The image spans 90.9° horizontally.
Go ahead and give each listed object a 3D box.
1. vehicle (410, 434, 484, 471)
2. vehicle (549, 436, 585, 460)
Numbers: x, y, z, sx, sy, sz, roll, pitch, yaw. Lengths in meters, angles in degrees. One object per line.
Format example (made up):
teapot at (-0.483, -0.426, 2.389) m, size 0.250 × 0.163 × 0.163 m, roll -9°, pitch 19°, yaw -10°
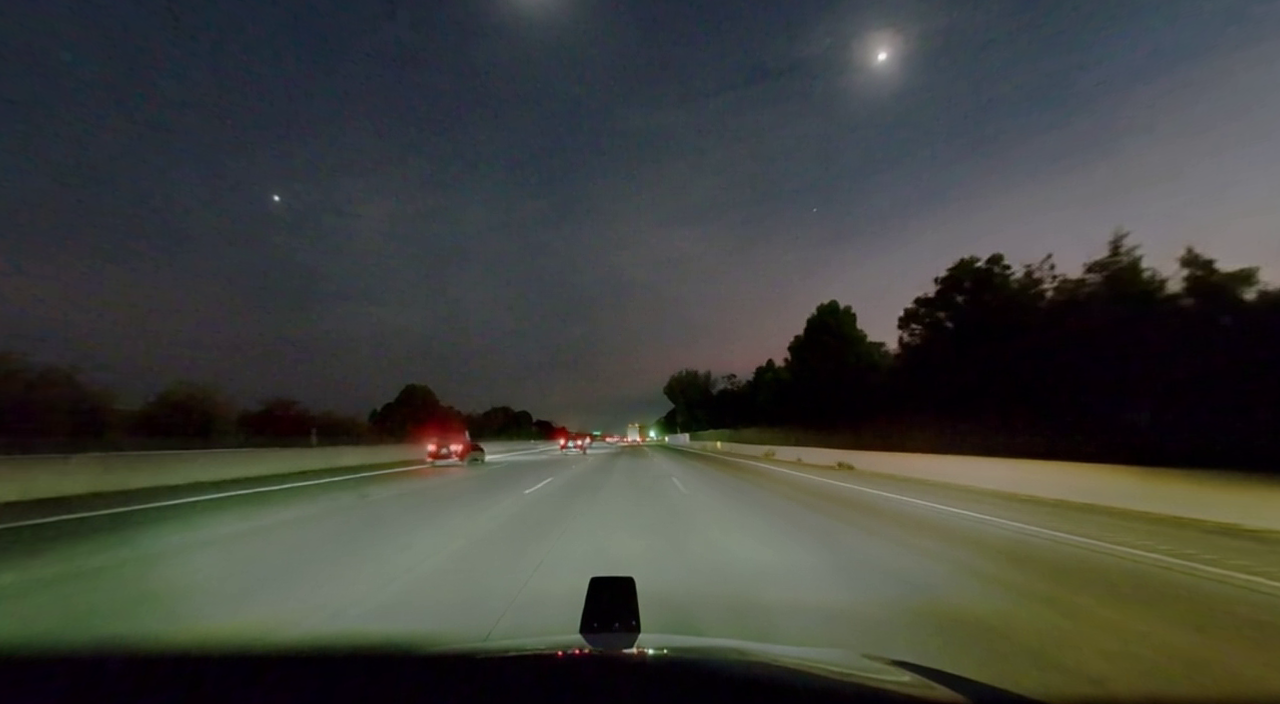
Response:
vehicle at (-8.475, 4.430, 28.075) m, size 1.973 × 1.470 × 4.270 m, roll 0°, pitch -8°, yaw 0°
vehicle at (-4.734, 6.301, 41.491) m, size 1.912 × 1.495 × 3.703 m, roll 0°, pitch -8°, yaw 0°
